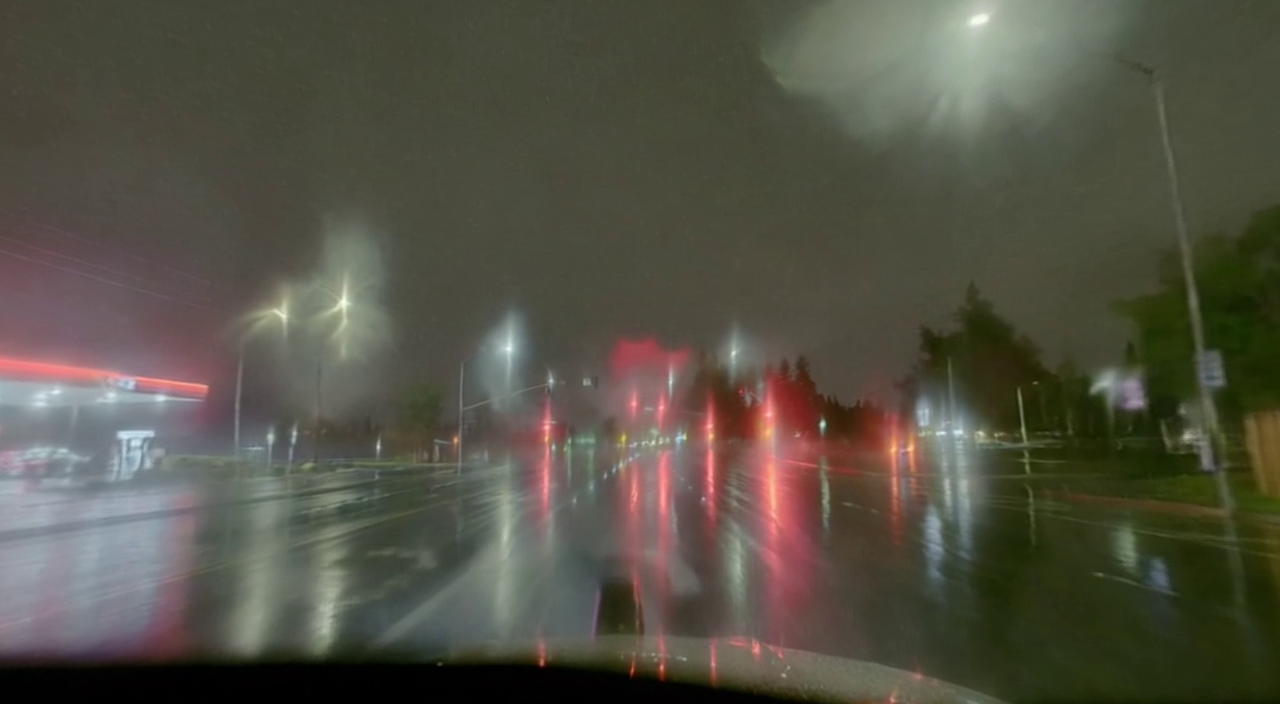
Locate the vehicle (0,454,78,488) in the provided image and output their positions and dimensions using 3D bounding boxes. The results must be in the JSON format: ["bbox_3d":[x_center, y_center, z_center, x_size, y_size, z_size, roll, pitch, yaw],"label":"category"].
[{"bbox_3d":[-34.493,6.568,34.924,1.992,1.721,4.570,-7,-11,39],"label":"vehicle"}]
